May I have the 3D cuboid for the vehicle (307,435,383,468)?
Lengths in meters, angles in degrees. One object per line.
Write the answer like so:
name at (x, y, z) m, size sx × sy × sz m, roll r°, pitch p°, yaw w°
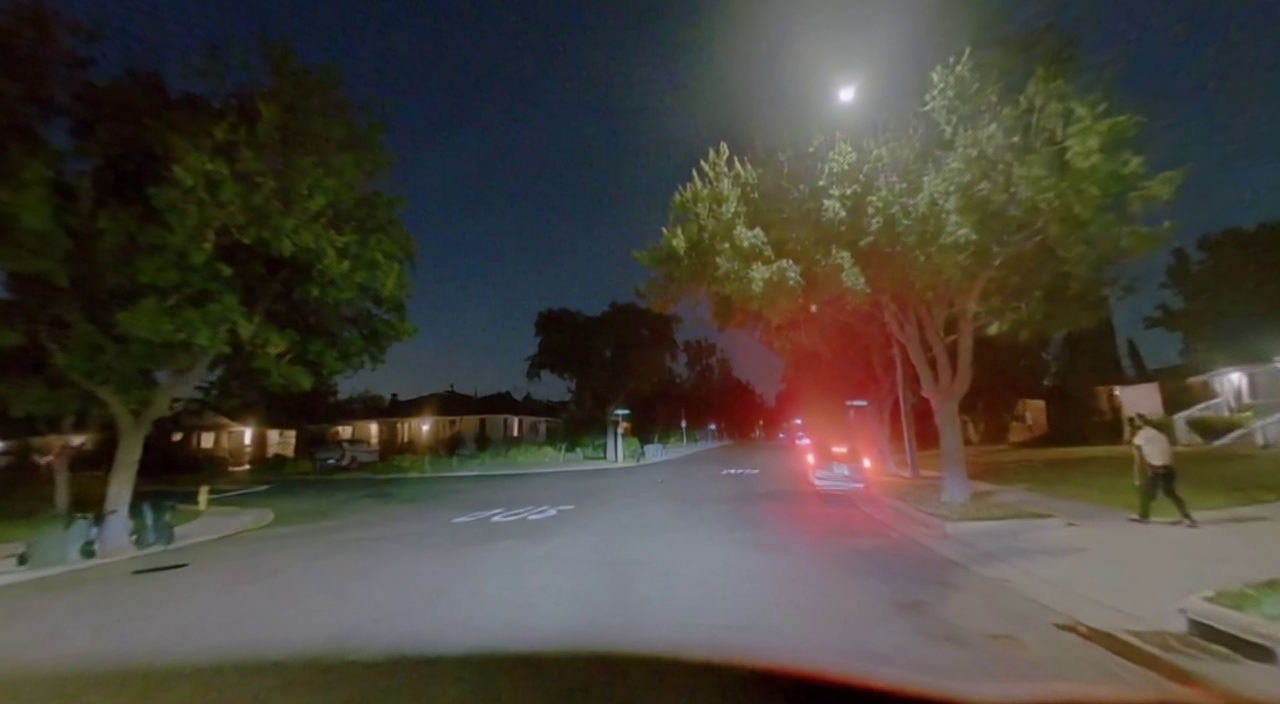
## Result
vehicle at (-17.450, 5.940, 37.663) m, size 2.021 × 1.798 × 4.491 m, roll -1°, pitch -9°, yaw 6°

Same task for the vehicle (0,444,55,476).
vehicle at (-39.403, 6.661, 39.070) m, size 2.206 × 1.858 × 4.918 m, roll 1°, pitch -8°, yaw -8°

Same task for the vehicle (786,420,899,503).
vehicle at (4.835, 2.700, 15.752) m, size 2.053 × 1.737 × 4.375 m, roll -2°, pitch -9°, yaw 10°
